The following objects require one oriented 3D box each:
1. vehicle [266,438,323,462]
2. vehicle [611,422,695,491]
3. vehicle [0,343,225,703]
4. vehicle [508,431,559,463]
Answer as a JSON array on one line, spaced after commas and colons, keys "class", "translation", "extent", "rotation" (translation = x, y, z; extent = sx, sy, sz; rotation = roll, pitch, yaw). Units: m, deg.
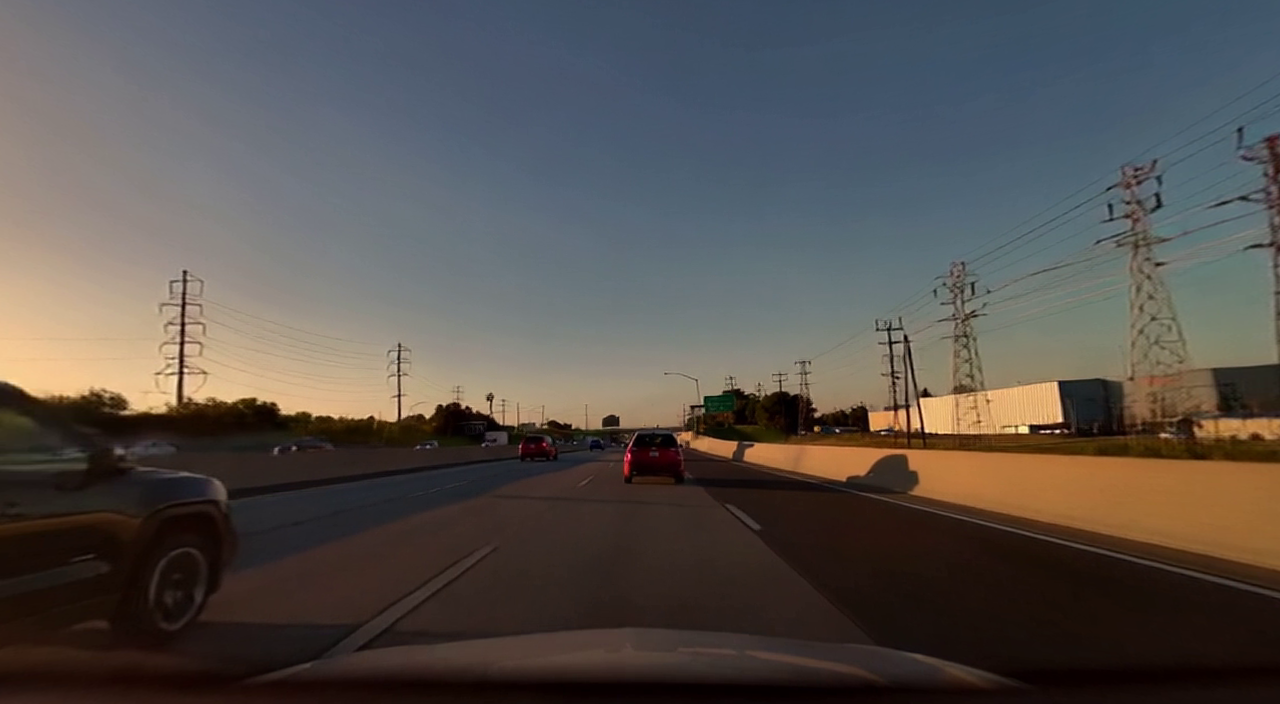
[{"class": "vehicle", "translation": [-21.622, 6.120, 39.608], "extent": [1.554, 1.423, 3.470], "rotation": [0, -8, 0]}, {"class": "vehicle", "translation": [0.325, 2.932, 18.010], "extent": [2.134, 1.733, 4.049], "rotation": [0, -8, 0]}, {"class": "vehicle", "translation": [-3.920, 0.740, 2.055], "extent": [2.125, 1.764, 4.393], "rotation": [0, -8, 0]}, {"class": "vehicle", "translation": [-6.485, 5.900, 39.096], "extent": [2.220, 1.841, 4.516], "rotation": [0, -8, 2]}]
